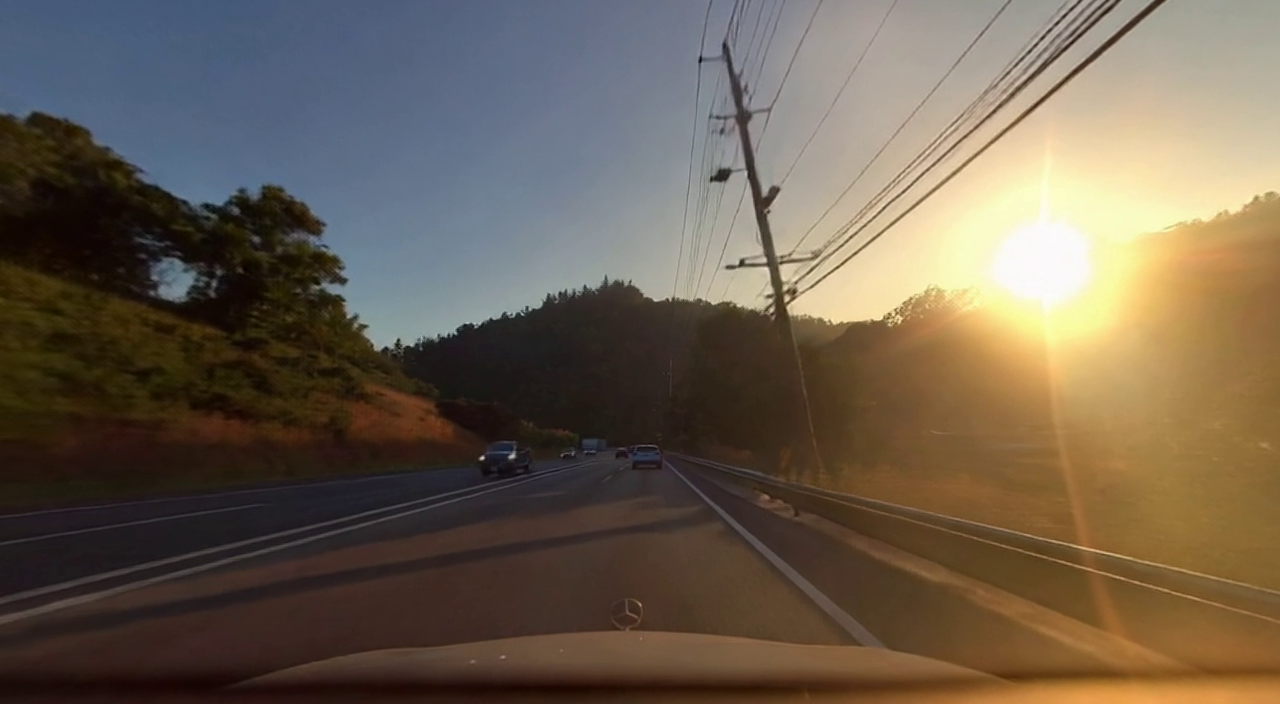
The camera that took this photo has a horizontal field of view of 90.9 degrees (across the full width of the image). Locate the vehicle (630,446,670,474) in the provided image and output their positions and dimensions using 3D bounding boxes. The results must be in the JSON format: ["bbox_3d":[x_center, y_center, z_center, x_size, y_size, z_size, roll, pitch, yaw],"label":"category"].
[{"bbox_3d":[0.515,6.014,35.264,2.080,1.486,3.813,0,-9,0],"label":"vehicle"}]

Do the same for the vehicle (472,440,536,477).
[{"bbox_3d":[-6.783,5.381,31.987,2.145,1.740,4.433,0,-9,1],"label":"vehicle"}]
